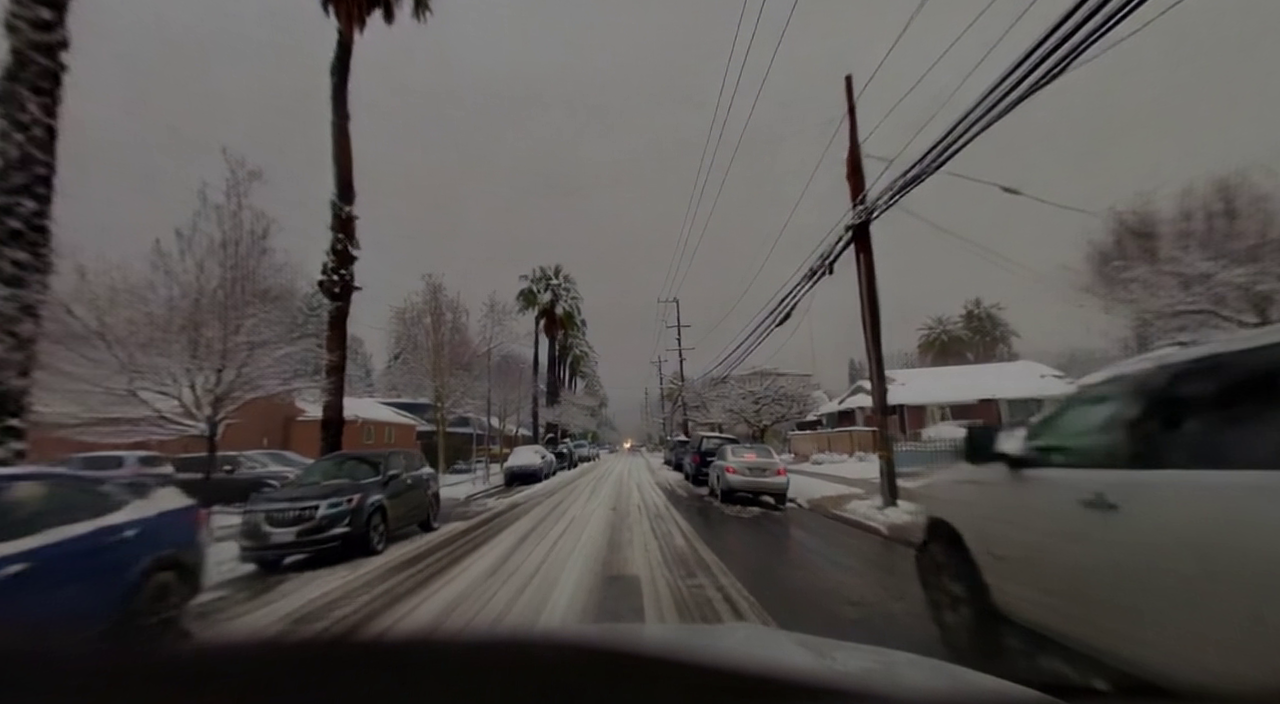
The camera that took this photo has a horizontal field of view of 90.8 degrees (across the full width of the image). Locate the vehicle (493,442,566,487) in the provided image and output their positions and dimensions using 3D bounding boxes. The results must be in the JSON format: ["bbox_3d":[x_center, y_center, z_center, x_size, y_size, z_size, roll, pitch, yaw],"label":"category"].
[{"bbox_3d":[-4.373,4.516,25.830,2.123,1.636,4.481,0,-8,1],"label":"vehicle"}]

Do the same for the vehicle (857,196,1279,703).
[{"bbox_3d":[2.895,0.658,2.308,2.292,1.981,5.277,0,-8,0],"label":"vehicle"}]

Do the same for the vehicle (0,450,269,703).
[{"bbox_3d":[-4.087,1.309,3.457,1.782,1.487,3.974,0,-8,-2],"label":"vehicle"}]

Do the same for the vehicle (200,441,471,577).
[{"bbox_3d":[-4.186,2.182,9.786,1.814,1.548,4.802,0,-8,0],"label":"vehicle"}]

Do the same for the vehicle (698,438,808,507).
[{"bbox_3d":[2.628,2.901,15.644,1.881,1.460,4.007,0,-8,-1],"label":"vehicle"}]
